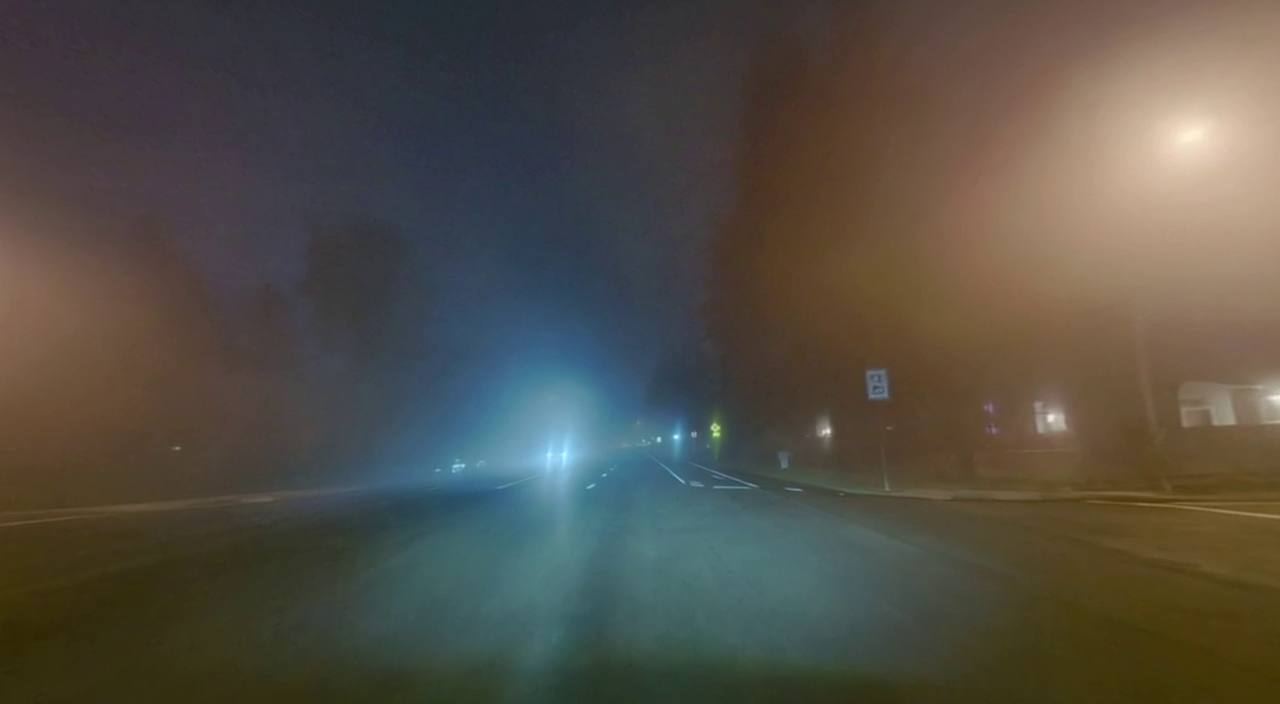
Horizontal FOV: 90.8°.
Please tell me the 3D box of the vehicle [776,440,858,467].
[{"bbox_3d":[11.778,6.779,42.278,4.782,1.494,1.963,-3,-9,0],"label":"vehicle"}]
